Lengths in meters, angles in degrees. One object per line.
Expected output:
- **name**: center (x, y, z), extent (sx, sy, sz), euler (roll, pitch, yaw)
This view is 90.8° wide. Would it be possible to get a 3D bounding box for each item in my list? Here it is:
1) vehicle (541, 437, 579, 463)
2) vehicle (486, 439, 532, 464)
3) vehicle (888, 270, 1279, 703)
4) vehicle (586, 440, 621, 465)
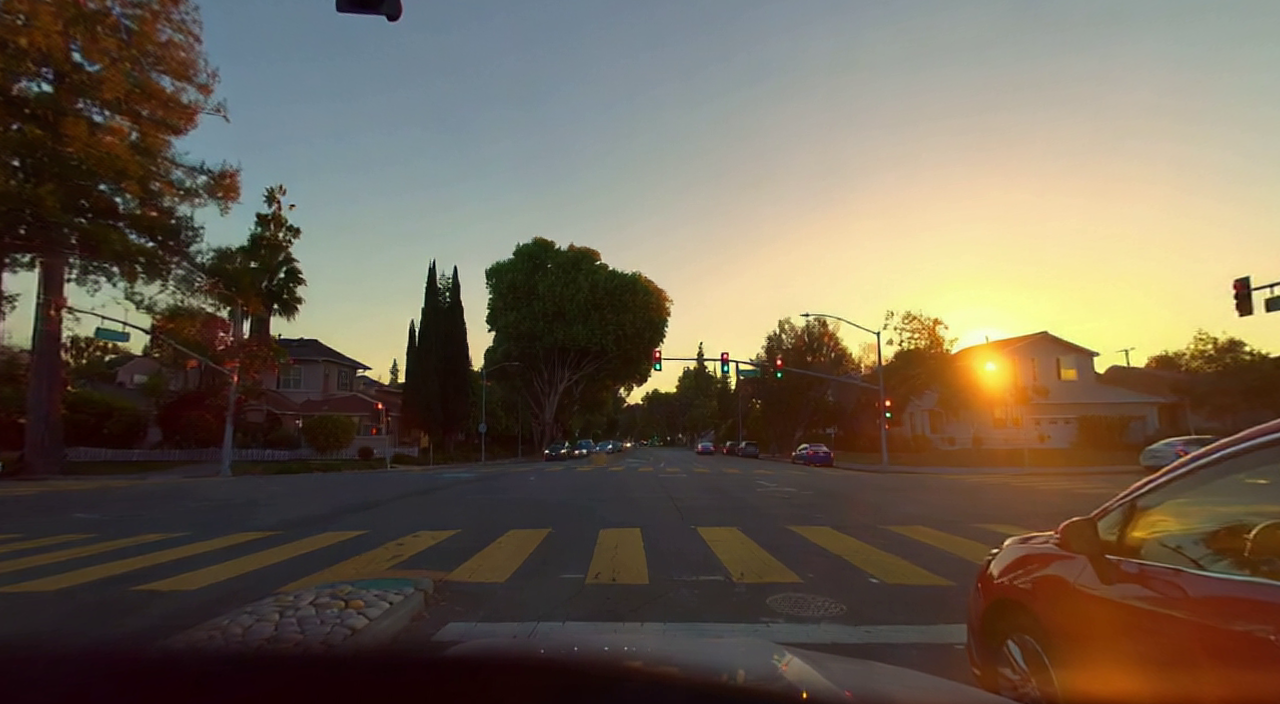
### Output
- **vehicle**: center (-5.535, 6.899, 44.401), extent (2.091, 1.707, 4.157), euler (0, -9, 0)
- **vehicle**: center (-8.951, 6.858, 43.632), extent (2.028, 1.654, 5.027), euler (0, -9, 1)
- **vehicle**: center (2.715, 0.710, 1.736), extent (2.085, 1.800, 4.908), euler (0, -9, 0)
- **vehicle**: center (-2.356, 6.570, 41.414), extent (2.046, 1.491, 4.118), euler (0, -9, 0)
